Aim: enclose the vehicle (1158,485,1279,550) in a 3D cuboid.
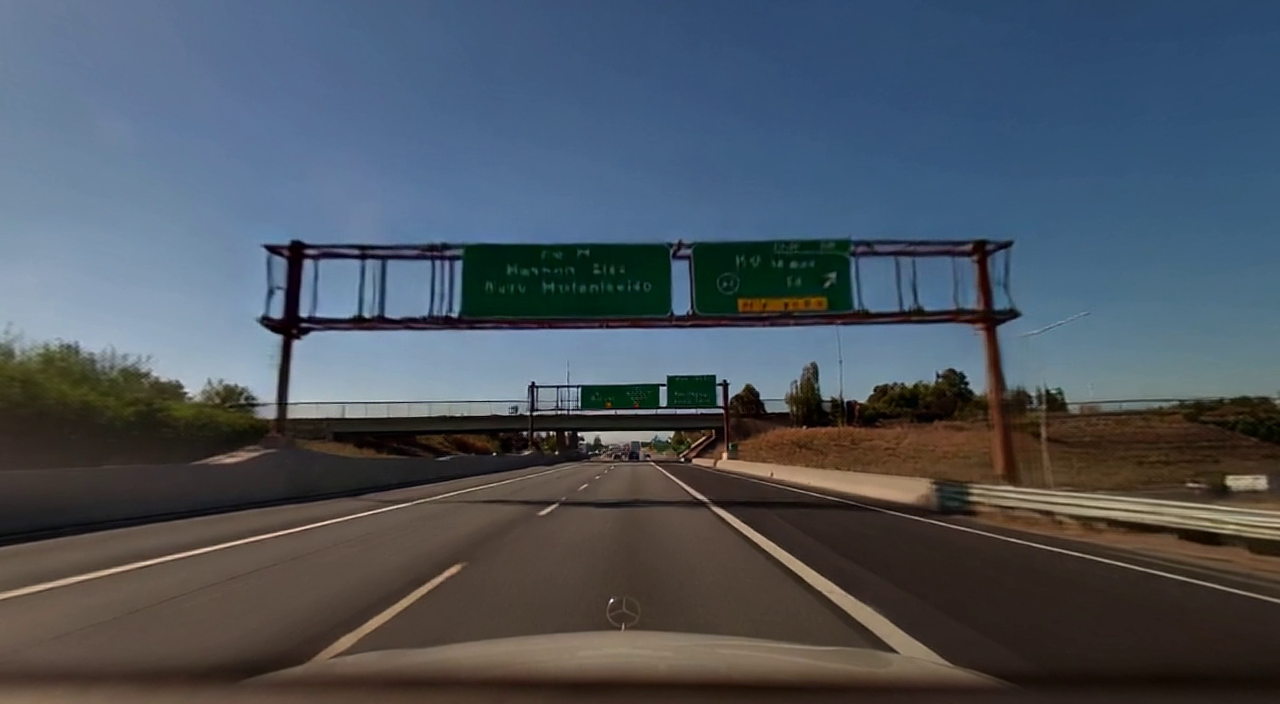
[{"bbox_3d":[48.638,12.838,48.644,2.934,4.267,13.828,3,-9,-16],"label":"vehicle"}]
